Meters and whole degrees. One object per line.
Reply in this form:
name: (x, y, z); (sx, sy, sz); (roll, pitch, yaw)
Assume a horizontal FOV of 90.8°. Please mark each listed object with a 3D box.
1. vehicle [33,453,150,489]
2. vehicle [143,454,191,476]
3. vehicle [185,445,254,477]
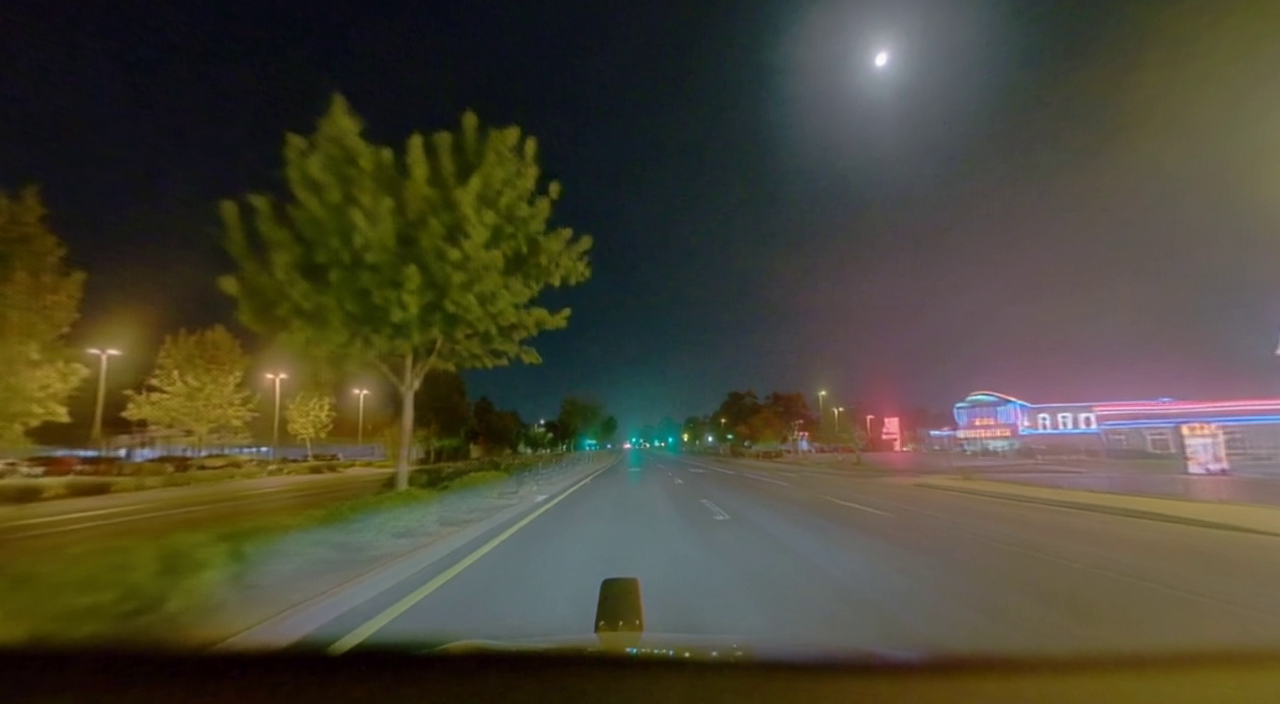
vehicle: (-28.512, 6.152, 33.086); (1.948, 1.689, 4.553); (0, -9, 1)
vehicle: (-33.888, 8.075, 45.338); (2.020, 1.489, 3.997); (4, -10, -26)
vehicle: (-28.428, 7.349, 42.924); (2.124, 2.004, 5.473); (2, -9, -15)
